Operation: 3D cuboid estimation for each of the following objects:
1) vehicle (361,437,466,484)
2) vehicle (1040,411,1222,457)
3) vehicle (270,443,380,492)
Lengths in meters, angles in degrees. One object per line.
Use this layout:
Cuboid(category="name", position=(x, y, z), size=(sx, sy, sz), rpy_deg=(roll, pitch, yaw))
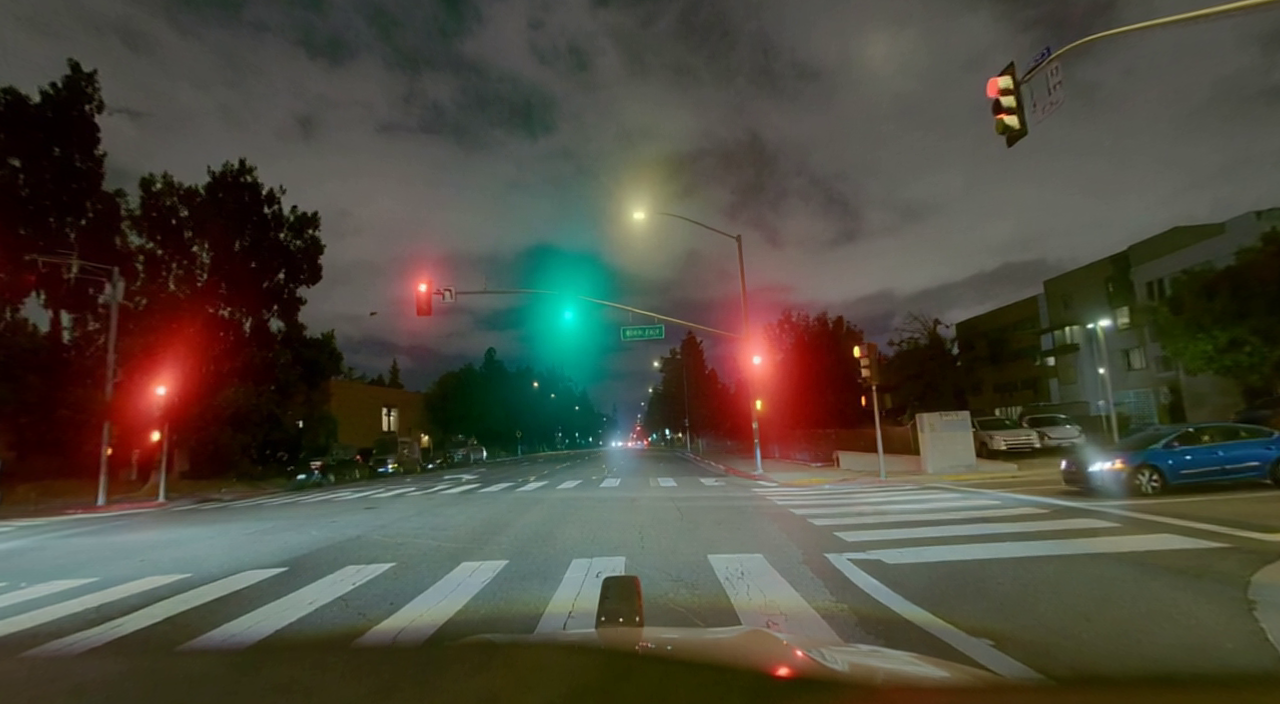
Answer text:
Cuboid(category="vehicle", position=(-10.149, 4.927, 28.984), size=(2.664, 1.940, 5.702), rpy_deg=(0, -9, 0))
Cuboid(category="vehicle", position=(16.938, 2.908, 22.113), size=(4.560, 1.453, 1.851), rpy_deg=(-3, -9, 18))
Cuboid(category="vehicle", position=(-13.777, 5.062, 28.060), size=(2.306, 1.957, 4.968), rpy_deg=(0, -9, -1))
